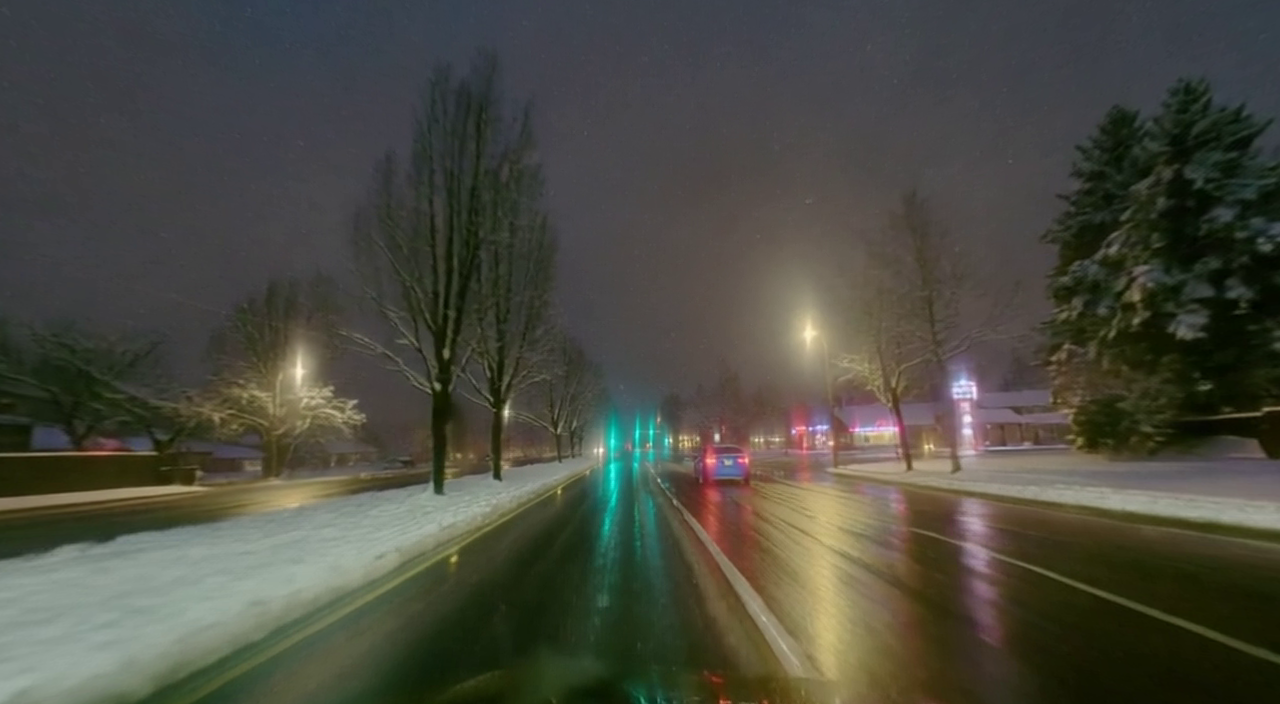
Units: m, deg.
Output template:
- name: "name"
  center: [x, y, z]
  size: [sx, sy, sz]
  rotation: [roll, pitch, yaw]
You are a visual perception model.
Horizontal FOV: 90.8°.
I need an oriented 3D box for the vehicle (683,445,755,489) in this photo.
- name: "vehicle"
  center: [2.743, 4.088, 22.791]
  size: [1.929, 1.411, 4.284]
  rotation: [0, -8, -2]
